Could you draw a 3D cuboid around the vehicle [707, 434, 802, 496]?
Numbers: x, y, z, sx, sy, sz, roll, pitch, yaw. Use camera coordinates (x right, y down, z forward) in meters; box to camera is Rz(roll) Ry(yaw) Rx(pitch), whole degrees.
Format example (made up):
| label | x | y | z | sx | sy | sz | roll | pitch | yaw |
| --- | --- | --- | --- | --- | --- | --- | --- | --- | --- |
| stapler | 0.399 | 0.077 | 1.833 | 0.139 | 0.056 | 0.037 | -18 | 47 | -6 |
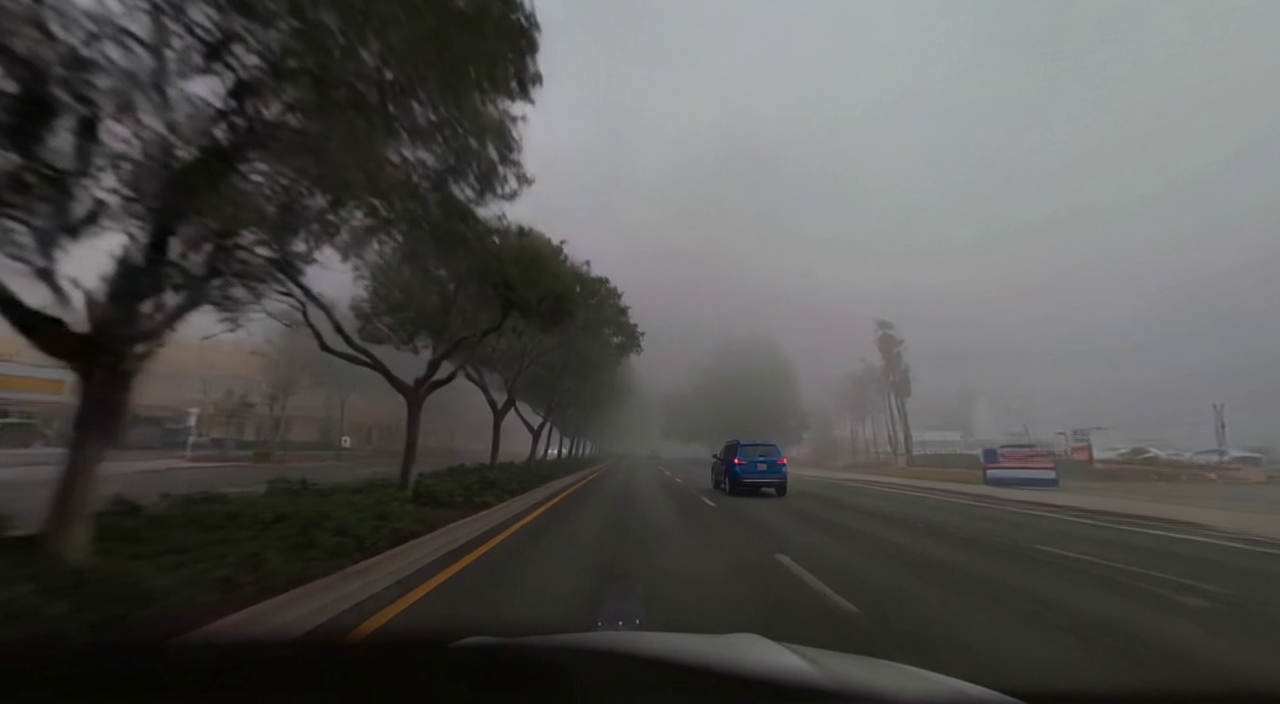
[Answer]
| label | x | y | z | sx | sy | sz | roll | pitch | yaw |
| --- | --- | --- | --- | --- | --- | --- | --- | --- | --- |
| vehicle | 3.417 | 3.462 | 19.755 | 2.072 | 1.696 | 4.177 | 1 | -9 | -2 |
